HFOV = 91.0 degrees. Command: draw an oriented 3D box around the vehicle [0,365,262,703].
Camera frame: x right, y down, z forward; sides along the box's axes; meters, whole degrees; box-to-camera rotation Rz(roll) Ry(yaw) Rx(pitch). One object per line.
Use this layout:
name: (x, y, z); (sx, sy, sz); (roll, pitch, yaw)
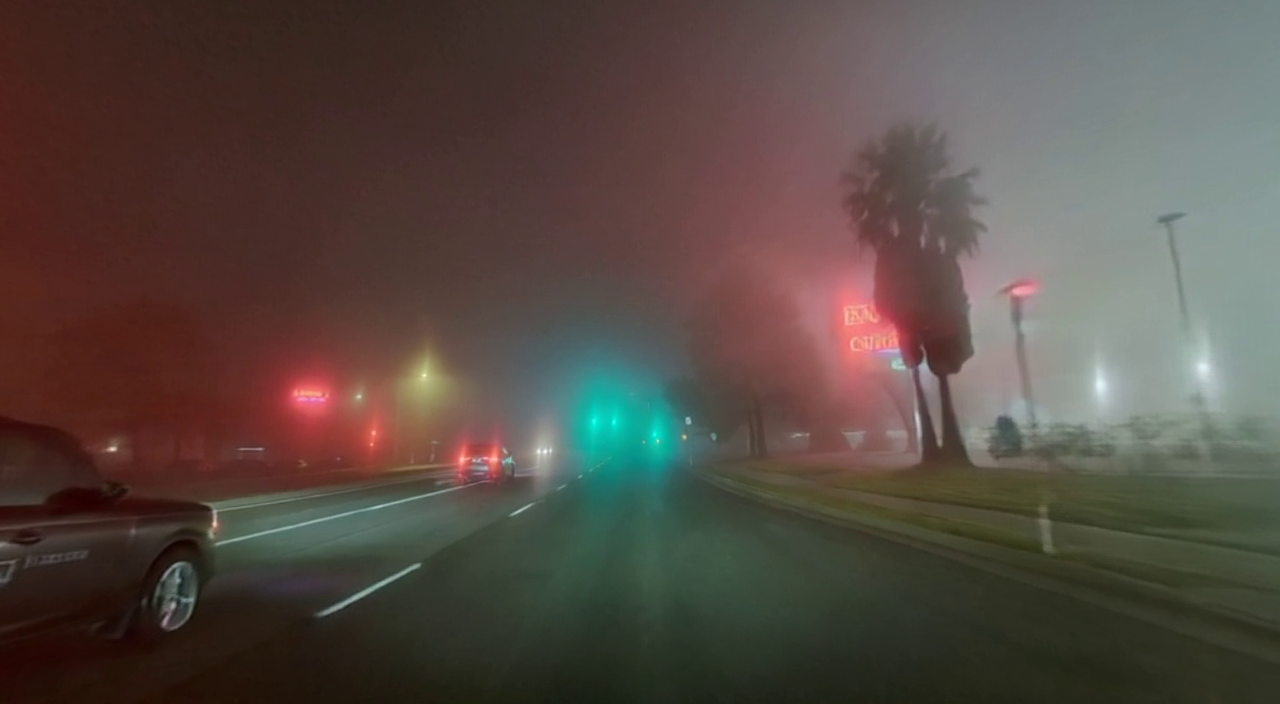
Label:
vehicle: (-3.904, 0.870, 2.657); (2.041, 1.666, 4.182); (0, -9, -1)

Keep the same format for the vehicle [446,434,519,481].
vehicle: (-6.768, 4.589, 27.614); (2.136, 1.844, 4.363); (0, -9, -1)
